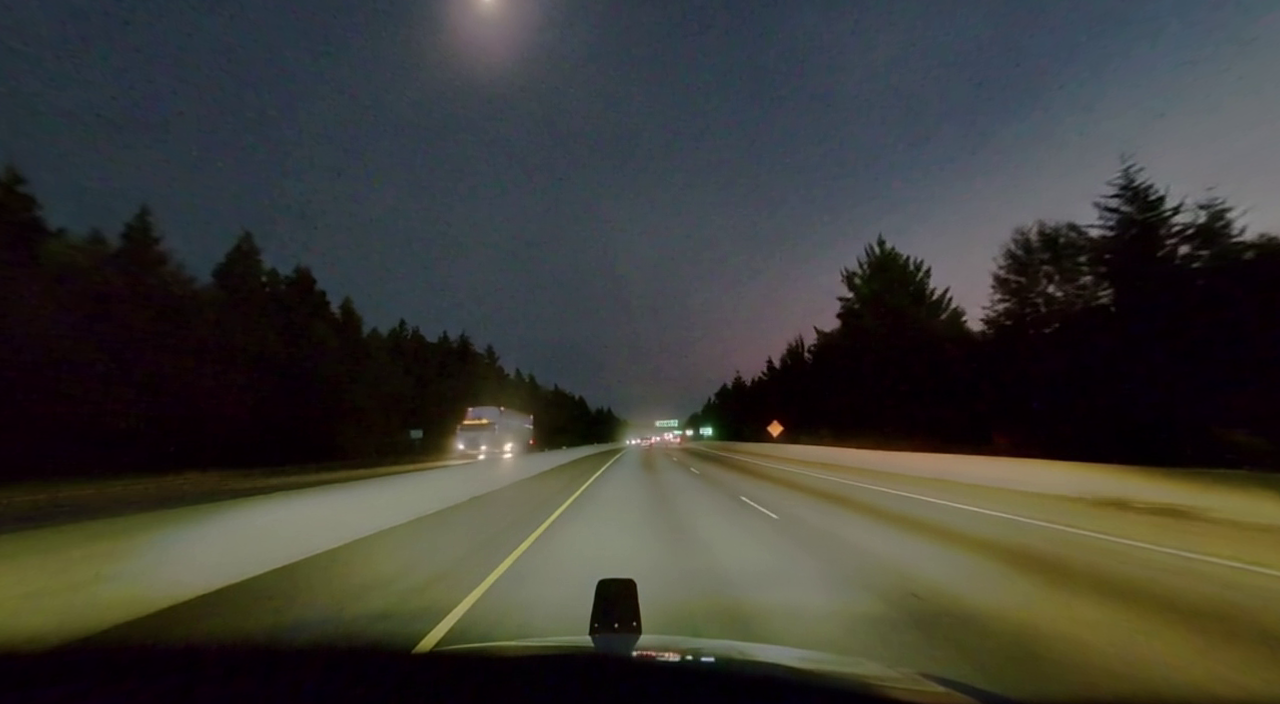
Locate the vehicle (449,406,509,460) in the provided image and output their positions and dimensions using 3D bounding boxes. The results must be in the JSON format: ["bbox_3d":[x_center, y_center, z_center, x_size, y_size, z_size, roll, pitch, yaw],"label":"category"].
[{"bbox_3d":[-12.248,6.275,48.598,2.972,3.853,5.744,0,-8,1],"label":"vehicle"}]
